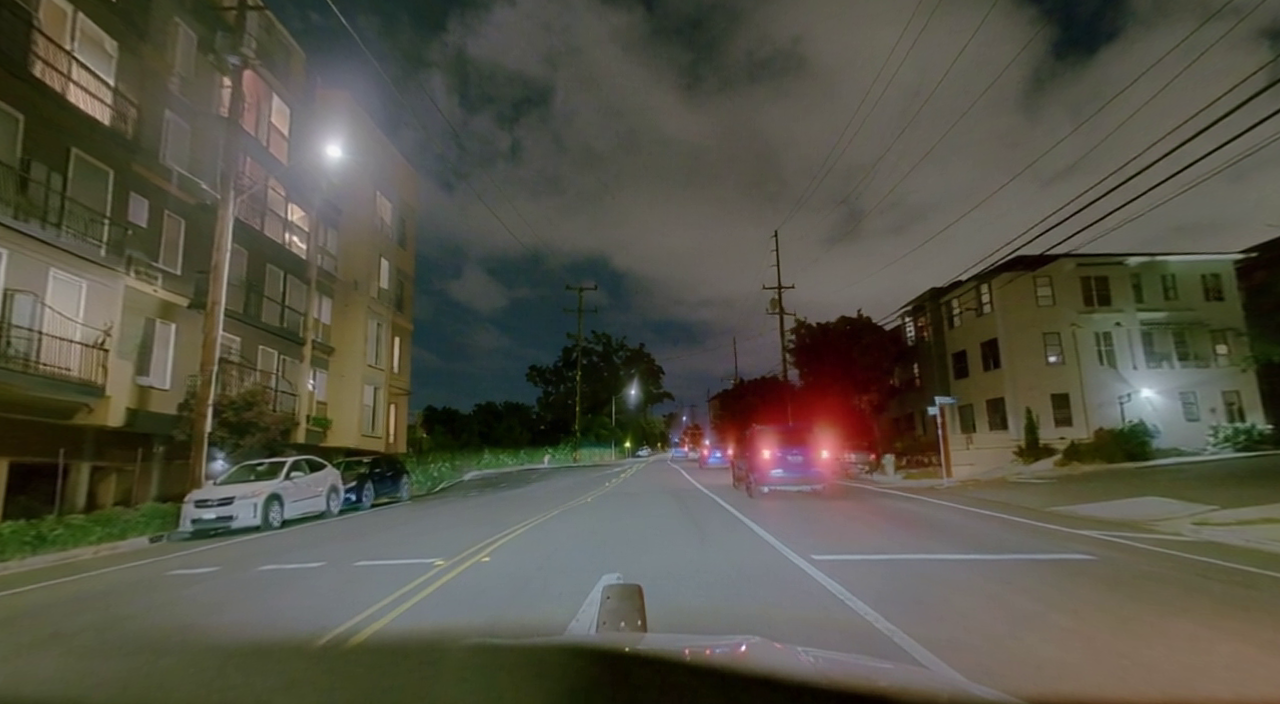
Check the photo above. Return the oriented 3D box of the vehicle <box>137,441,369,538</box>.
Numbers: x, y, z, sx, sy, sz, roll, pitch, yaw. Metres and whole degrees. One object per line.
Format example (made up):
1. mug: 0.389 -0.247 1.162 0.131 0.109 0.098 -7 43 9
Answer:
1. vehicle: -8.483 3.002 14.490 2.381 1.825 4.652 0 -8 0

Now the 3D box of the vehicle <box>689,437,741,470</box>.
1. vehicle: 3.727 5.111 31.875 2.028 1.552 4.370 0 -8 -1

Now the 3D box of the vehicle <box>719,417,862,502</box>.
1. vehicle: 3.628 2.732 16.333 2.368 1.840 4.896 0 -8 -2
